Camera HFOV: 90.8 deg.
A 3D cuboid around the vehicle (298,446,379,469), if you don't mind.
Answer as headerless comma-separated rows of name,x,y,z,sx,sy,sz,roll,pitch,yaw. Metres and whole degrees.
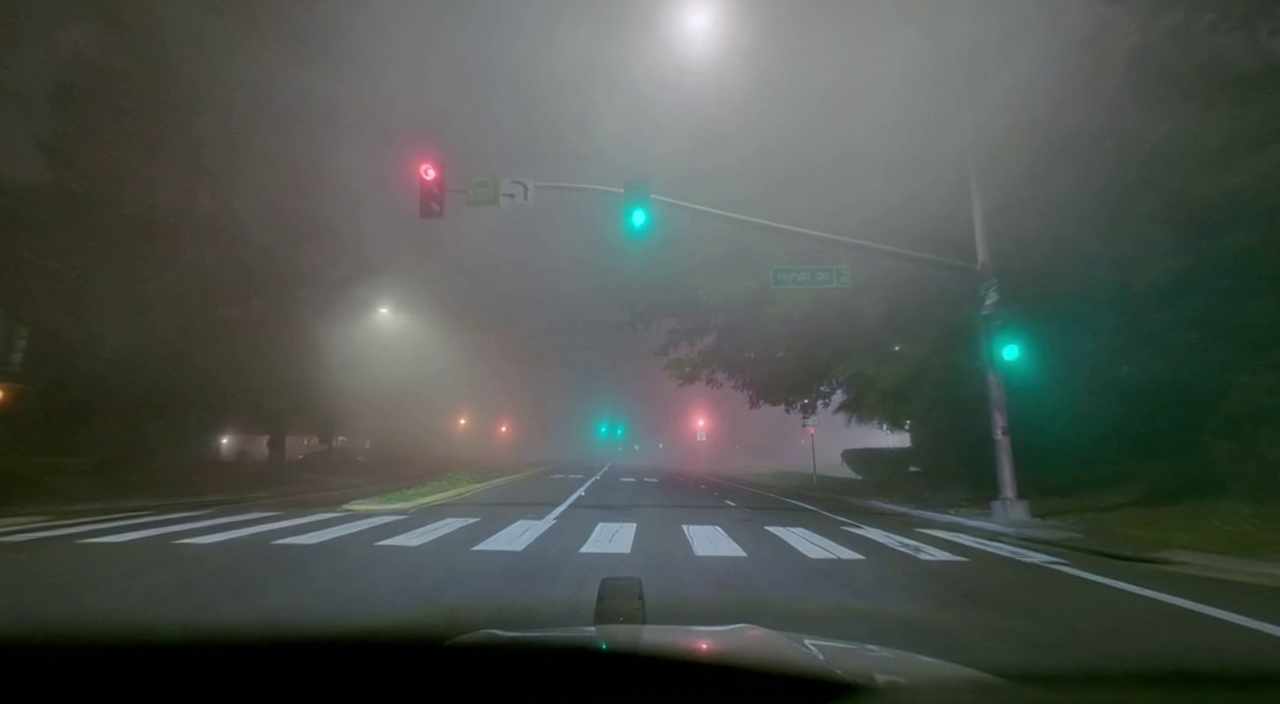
vehicle,-20.713,7.274,43.495,4.536,1.502,1.975,-1,-9,4
